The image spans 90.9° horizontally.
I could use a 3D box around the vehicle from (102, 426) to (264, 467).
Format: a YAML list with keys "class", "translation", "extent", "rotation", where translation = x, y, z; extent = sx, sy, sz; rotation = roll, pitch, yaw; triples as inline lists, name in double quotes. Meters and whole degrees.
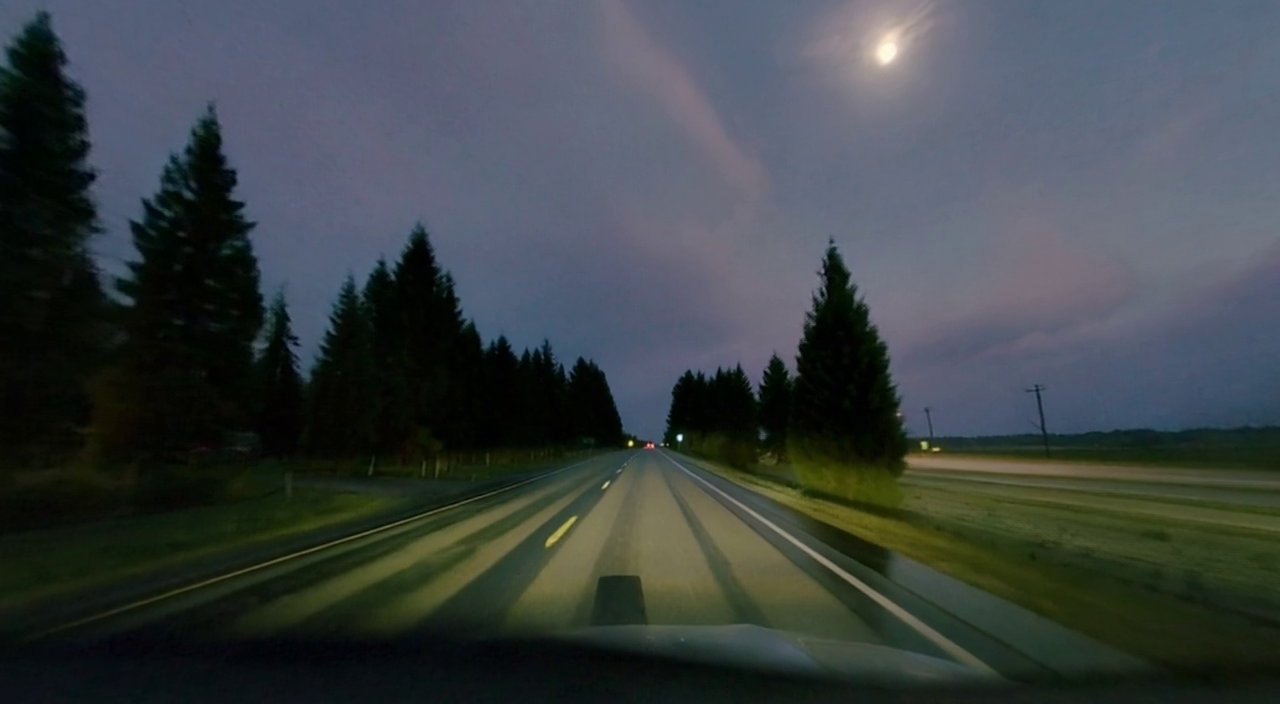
- class: "vehicle"
  translation: [-19.146, 3.996, 26.713]
  extent: [5.008, 1.619, 2.102]
  rotation: [3, -8, -15]

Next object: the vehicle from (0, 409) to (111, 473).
- class: "vehicle"
  translation: [-20.272, 2.839, 20.506]
  extent: [4.511, 1.876, 2.044]
  rotation: [0, -8, 10]
